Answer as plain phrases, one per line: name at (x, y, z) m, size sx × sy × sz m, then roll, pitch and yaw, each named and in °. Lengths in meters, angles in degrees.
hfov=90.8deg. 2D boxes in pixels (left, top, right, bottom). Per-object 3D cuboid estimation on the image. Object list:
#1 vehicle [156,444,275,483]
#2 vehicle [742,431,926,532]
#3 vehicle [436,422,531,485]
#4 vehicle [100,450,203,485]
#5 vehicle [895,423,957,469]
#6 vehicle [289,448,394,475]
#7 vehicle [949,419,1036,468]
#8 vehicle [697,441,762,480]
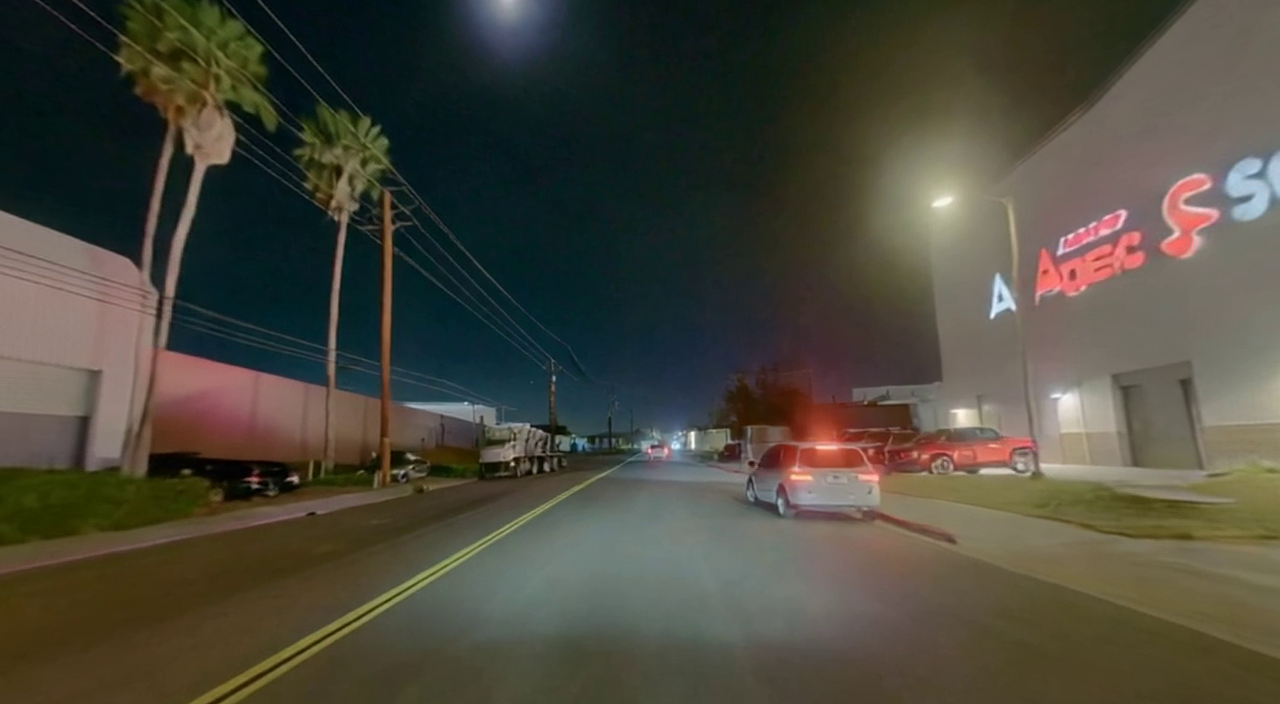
vehicle at (-20.631, 5.416, 31.094) m, size 2.152 × 1.746 × 5.461 m, roll 0°, pitch -9°, yaw -1°
vehicle at (3.548, 2.460, 12.654) m, size 2.111 × 1.611 × 4.576 m, roll 0°, pitch -9°, yaw -1°
vehicle at (-7.790, 5.167, 32.461) m, size 2.845 × 2.738 × 7.208 m, roll -3°, pitch -8°, yaw 2°
vehicle at (-23.280, 5.499, 30.313) m, size 1.836 × 1.508 × 3.915 m, roll 0°, pitch -9°, yaw -1°
vehicle at (12.434, 4.120, 27.707) m, size 2.159 × 1.840 × 4.404 m, roll -4°, pitch -9°, yaw 21°
vehicle at (-16.844, 6.176, 35.769) m, size 4.890 × 1.483 × 2.055 m, roll -1°, pitch -9°, yaw 2°
vehicle at (15.068, 3.968, 27.339) m, size 2.311 × 1.876 × 4.987 m, roll -3°, pitch -9°, yaw 19°
vehicle at (3.839, 4.777, 28.100) m, size 2.246 × 1.533 × 4.971 m, roll 0°, pitch -9°, yaw 1°
